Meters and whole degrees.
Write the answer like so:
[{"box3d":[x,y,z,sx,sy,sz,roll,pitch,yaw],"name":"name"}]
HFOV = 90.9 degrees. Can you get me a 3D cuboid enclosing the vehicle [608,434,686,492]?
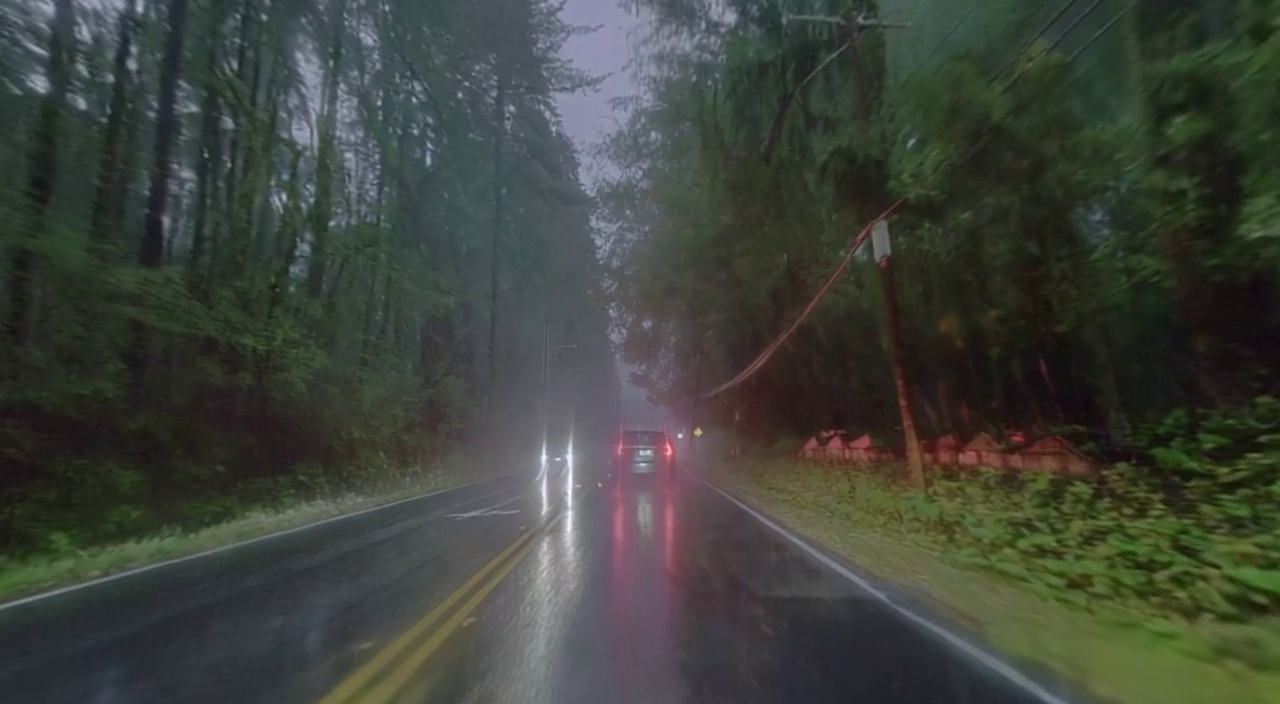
[{"box3d":[0.172,3.237,18.689,2.081,1.503,3.726,0,-8,-1],"name":"vehicle"}]
